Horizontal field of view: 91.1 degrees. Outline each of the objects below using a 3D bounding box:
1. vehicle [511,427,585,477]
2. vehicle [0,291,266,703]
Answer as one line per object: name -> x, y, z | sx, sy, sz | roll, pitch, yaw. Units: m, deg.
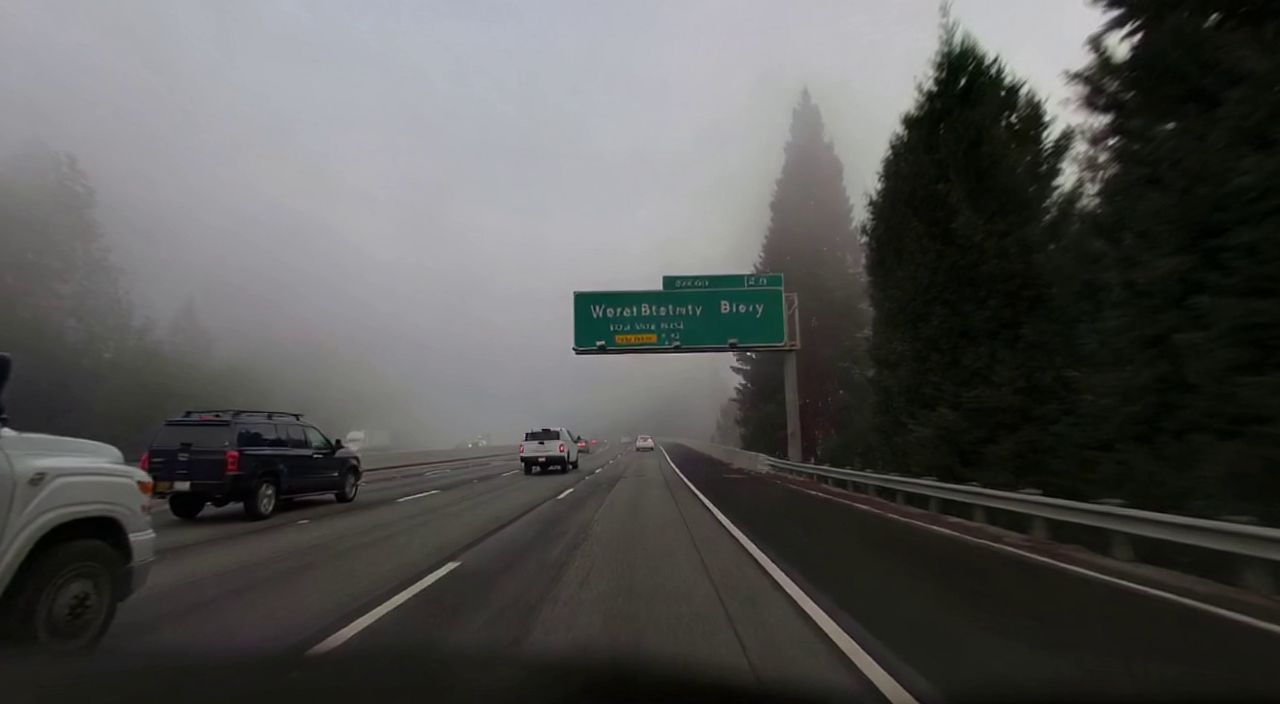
vehicle -> -3.558, 3.995, 25.270 | 2.142, 1.789, 5.009 | 0, -8, 1
vehicle -> -3.767, 0.631, 2.093 | 2.079, 1.929, 4.748 | 0, -8, 0
